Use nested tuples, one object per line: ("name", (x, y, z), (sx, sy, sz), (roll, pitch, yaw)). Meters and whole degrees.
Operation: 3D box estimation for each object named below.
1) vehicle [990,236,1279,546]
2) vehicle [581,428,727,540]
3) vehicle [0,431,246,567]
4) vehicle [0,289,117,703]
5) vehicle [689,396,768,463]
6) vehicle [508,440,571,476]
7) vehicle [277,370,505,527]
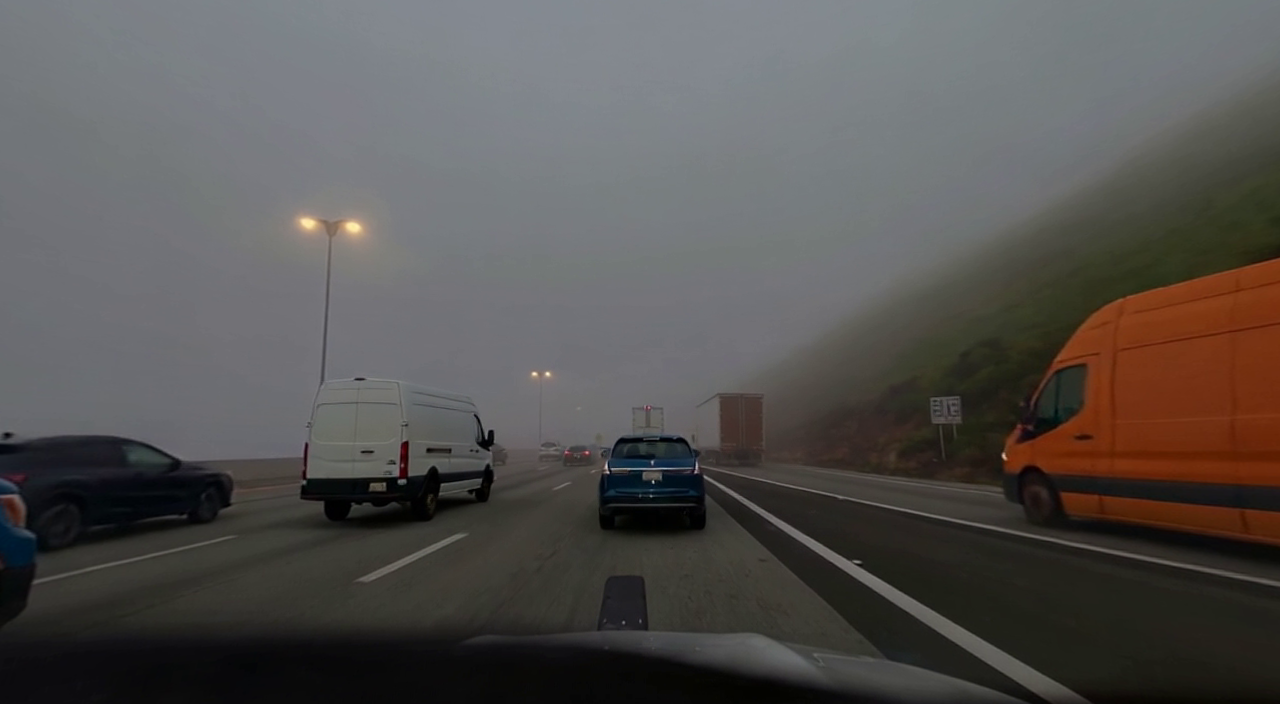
("vehicle", (9.890, 0.344, 7.131), (2.977, 3.878, 11.111), (2, -9, -18))
("vehicle", (0.150, 2.111, 10.695), (2.003, 1.499, 3.930), (0, -8, -1))
("vehicle", (-7.889, 1.845, 8.533), (1.968, 1.459, 4.737), (-1, -8, 2))
("vehicle", (-4.295, 0.430, 1.015), (2.195, 2.086, 5.445), (0, -8, 0))
("vehicle", (6.318, 6.202, 48.766), (2.989, 4.277, 16.586), (0, -8, -3))
("vehicle", (-4.416, 4.746, 28.417), (2.007, 1.457, 4.447), (0, -8, 1))
("vehicle", (-4.655, 1.980, 13.158), (2.300, 2.522, 5.701), (0, -8, 1))
